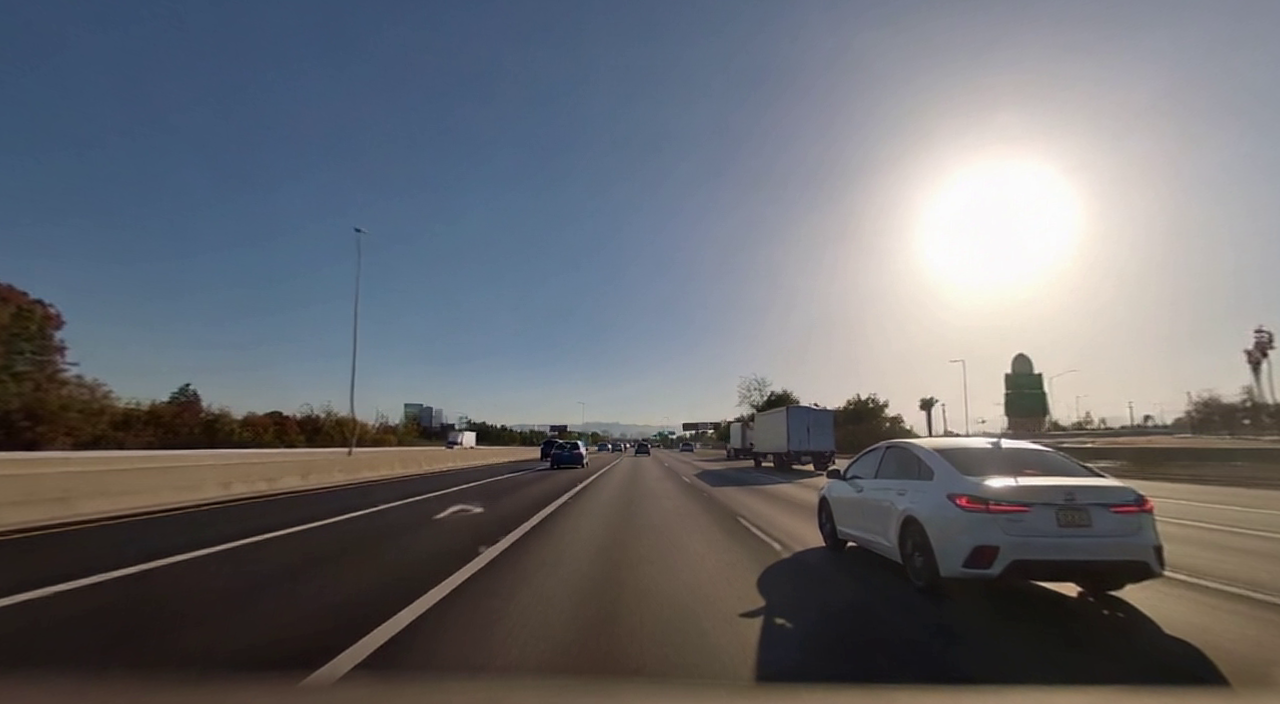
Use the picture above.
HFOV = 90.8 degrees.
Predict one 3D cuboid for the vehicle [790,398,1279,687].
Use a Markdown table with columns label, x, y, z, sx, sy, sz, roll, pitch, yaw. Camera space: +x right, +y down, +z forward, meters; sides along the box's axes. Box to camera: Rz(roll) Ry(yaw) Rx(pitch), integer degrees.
| label | x | y | z | sx | sy | sz | roll | pitch | yaw |
| --- | --- | --- | --- | --- | --- | --- | --- | --- | --- |
| vehicle | 3.107 | 1.397 | 5.967 | 2.107 | 1.550 | 4.949 | 0 | -8 | -1 |

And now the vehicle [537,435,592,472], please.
| label | x | y | z | sx | sy | sz | roll | pitch | yaw |
| --- | --- | --- | --- | --- | --- | --- | --- | --- | --- |
| vehicle | -3.759 | 5.148 | 32.271 | 2.193 | 1.746 | 4.512 | 0 | -8 | 1 |
